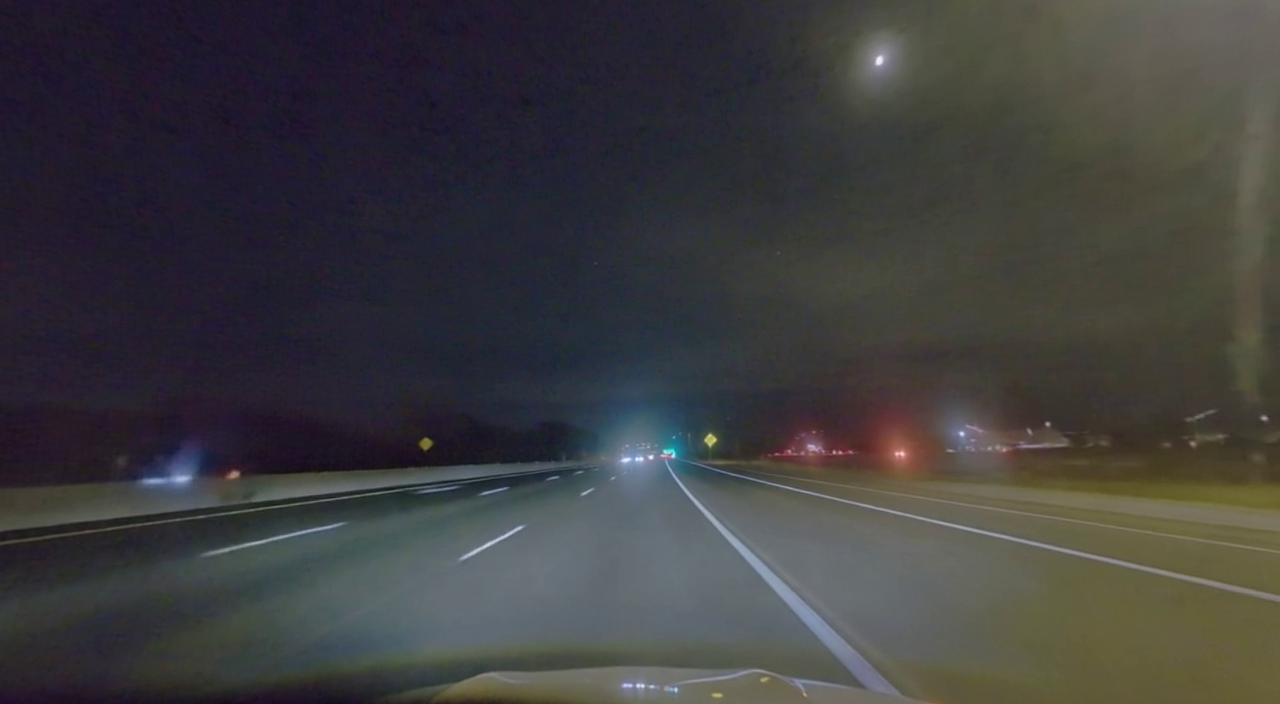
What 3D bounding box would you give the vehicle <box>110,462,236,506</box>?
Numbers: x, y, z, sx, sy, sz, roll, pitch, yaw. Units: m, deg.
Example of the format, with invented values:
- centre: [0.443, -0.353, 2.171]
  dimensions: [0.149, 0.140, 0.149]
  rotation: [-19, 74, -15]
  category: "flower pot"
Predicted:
- centre: [-20.828, 5.861, 28.326]
  dimensions: [2.005, 1.653, 4.637]
  rotation: [-1, -9, 2]
  category: "vehicle"
